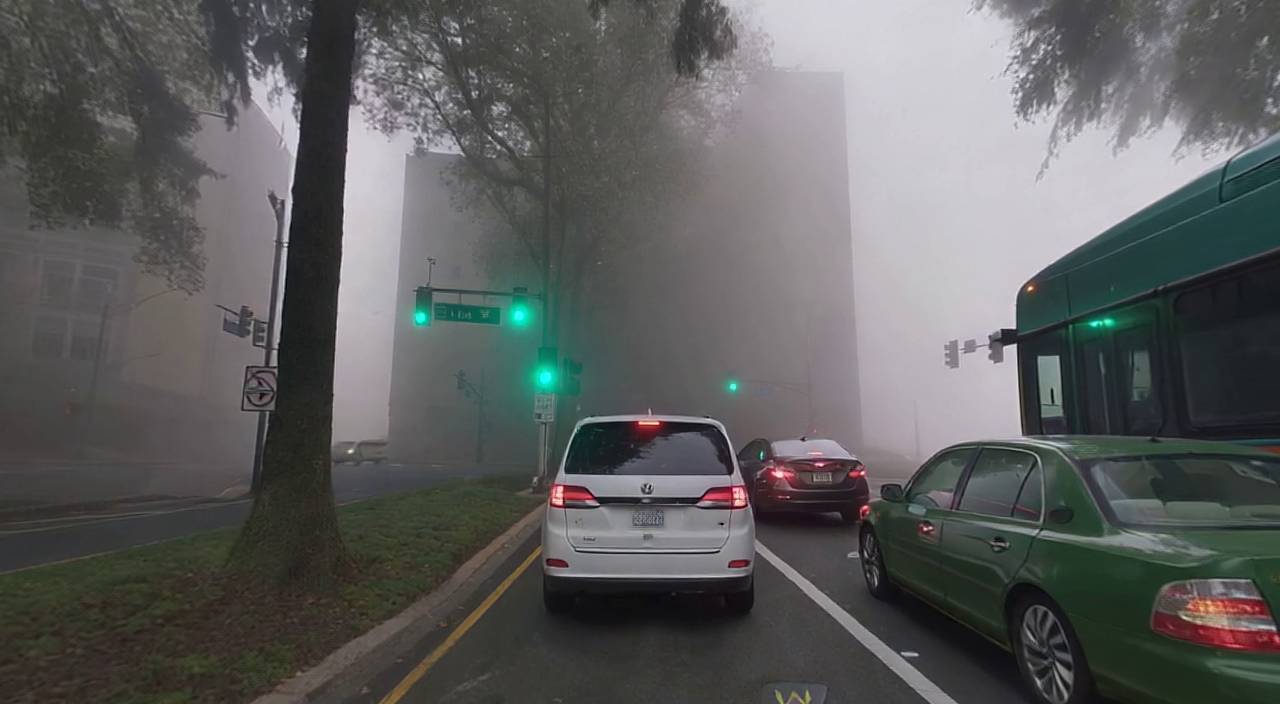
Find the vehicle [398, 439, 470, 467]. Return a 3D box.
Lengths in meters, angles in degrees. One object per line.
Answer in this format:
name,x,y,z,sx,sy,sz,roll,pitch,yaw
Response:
vehicle,-13.810,6.763,42.235,1.924,1.720,4.097,-8,-12,44

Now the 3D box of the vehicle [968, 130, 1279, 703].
vehicle,2.619,0.318,0.412,2.037,2.065,5.037,0,-8,0

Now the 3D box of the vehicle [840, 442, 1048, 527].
vehicle,5.998,2.638,13.207,1.987,1.457,4.675,0,-8,-1

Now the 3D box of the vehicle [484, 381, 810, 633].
vehicle,0.024,1.476,6.996,2.381,1.842,4.603,0,-8,-1
